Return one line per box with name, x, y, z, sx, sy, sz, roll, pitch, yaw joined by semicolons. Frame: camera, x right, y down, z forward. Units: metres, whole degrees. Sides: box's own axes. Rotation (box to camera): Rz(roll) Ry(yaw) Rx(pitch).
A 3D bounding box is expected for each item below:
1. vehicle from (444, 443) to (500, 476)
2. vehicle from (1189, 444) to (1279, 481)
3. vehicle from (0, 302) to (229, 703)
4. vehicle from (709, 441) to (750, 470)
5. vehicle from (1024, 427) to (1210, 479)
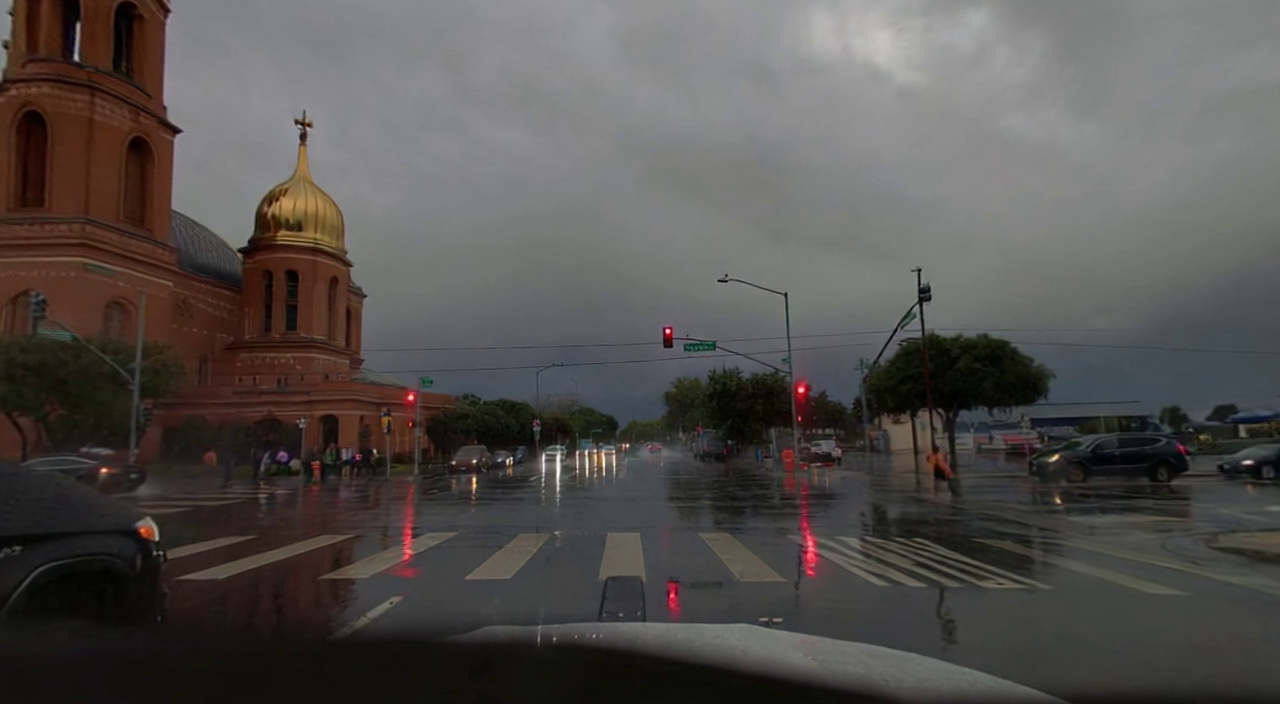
vehicle;-10.246;6.561;38.968;2.076;1.876;4.669;0;-8;1
vehicle;26.365;4.636;26.662;4.561;1.475;1.850;0;-8;0
vehicle;-3.876;0.582;1.192;2.251;2.009;5.688;0;-8;1
vehicle;5.823;6.773;41.528;1.969;1.776;4.329;0;-8;-2
vehicle;19.871;4.242;26.575;5.852;2.057;2.361;0;-8;0
